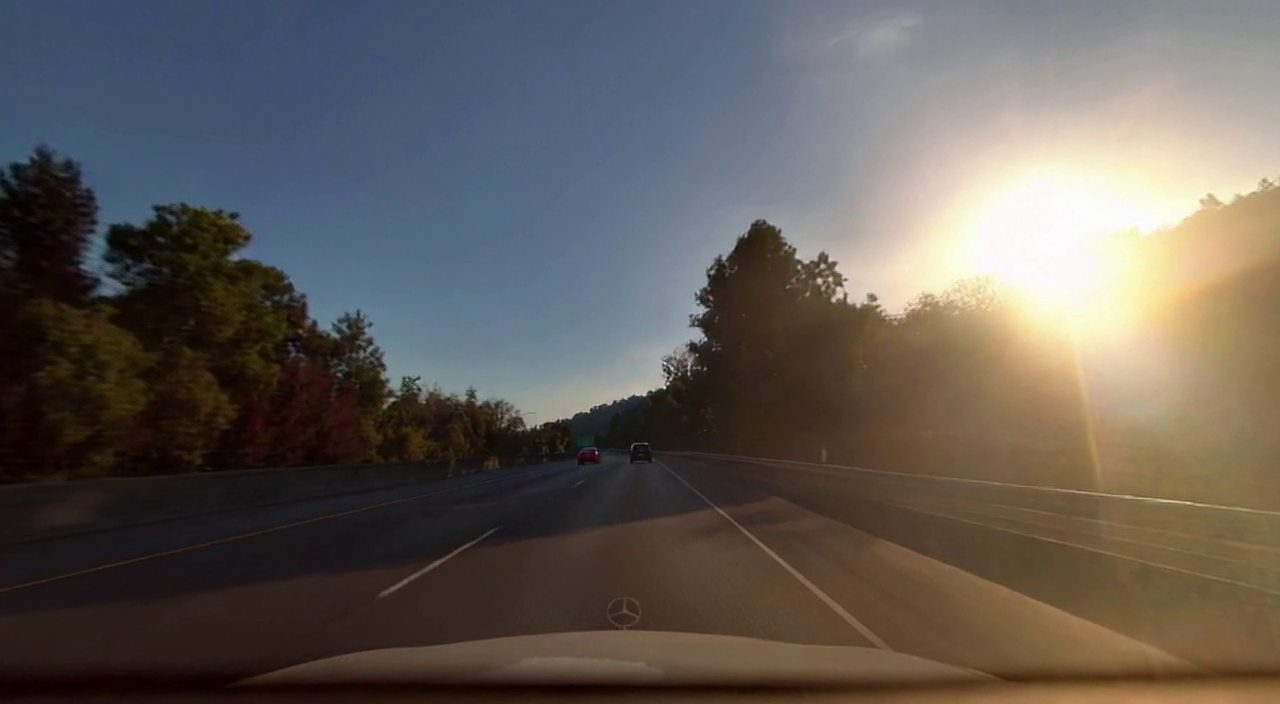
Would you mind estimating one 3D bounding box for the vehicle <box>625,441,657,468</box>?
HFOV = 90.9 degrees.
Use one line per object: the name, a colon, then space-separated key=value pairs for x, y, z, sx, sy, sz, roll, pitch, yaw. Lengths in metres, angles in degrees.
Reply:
vehicle: x=0.051 y=7.024 z=43.193 sx=2.126 sy=1.786 sz=3.958 roll=0 pitch=-9 yaw=0
